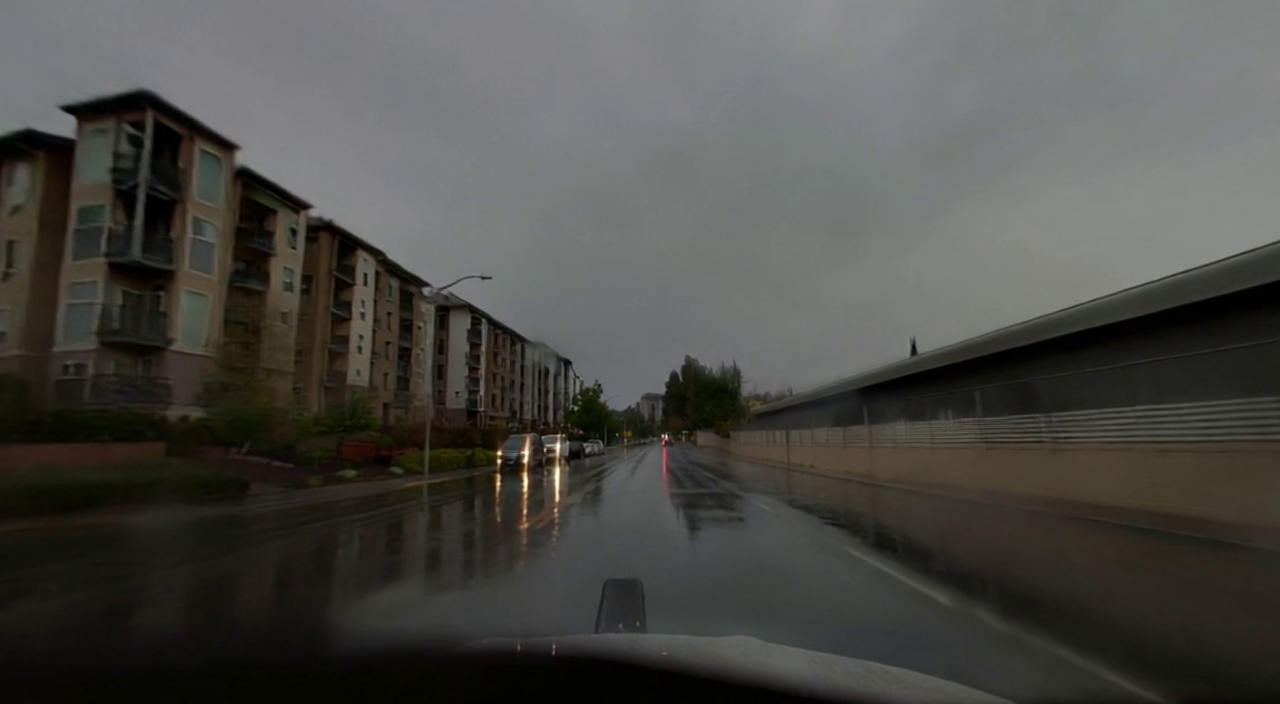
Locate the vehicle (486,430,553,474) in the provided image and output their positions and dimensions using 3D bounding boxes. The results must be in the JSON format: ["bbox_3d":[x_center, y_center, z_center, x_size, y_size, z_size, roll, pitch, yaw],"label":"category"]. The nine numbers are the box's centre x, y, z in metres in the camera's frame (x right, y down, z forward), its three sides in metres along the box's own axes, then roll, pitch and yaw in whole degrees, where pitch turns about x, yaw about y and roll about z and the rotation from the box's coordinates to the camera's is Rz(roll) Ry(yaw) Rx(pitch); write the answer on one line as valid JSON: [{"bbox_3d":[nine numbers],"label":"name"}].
[{"bbox_3d":[-5.954,5.020,31.958,2.192,1.965,4.917,2,-8,3],"label":"vehicle"}]
